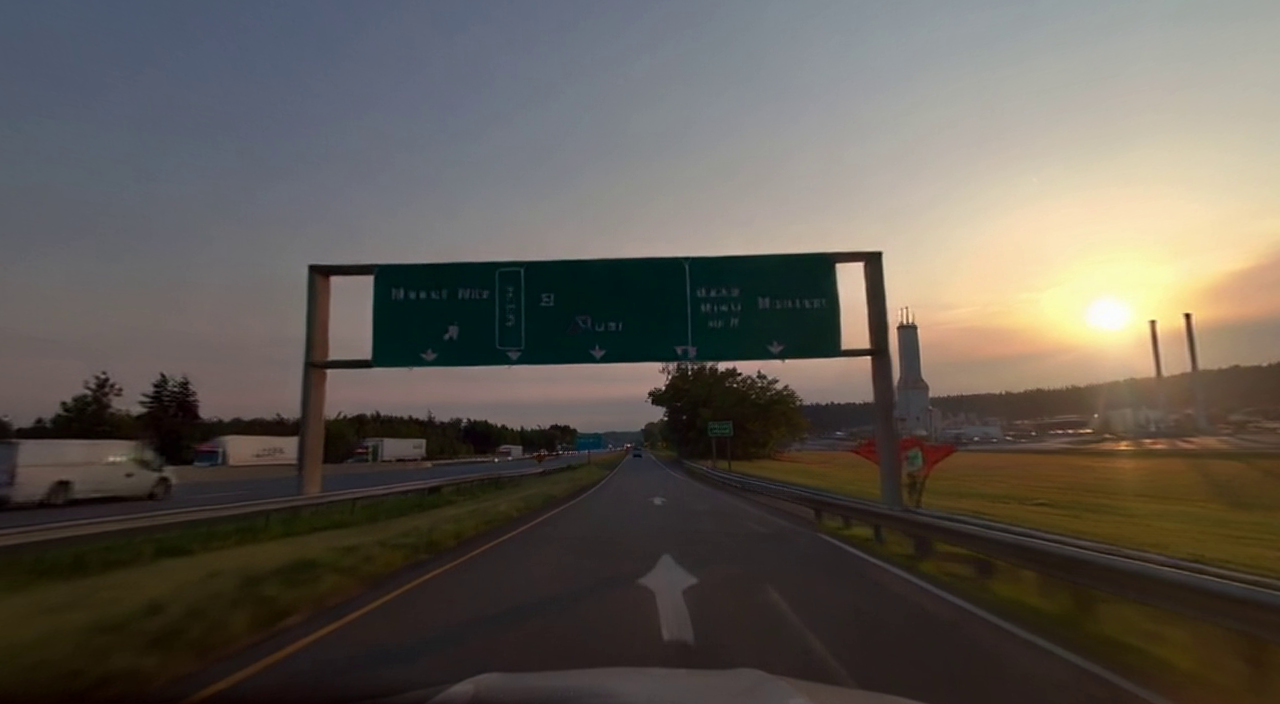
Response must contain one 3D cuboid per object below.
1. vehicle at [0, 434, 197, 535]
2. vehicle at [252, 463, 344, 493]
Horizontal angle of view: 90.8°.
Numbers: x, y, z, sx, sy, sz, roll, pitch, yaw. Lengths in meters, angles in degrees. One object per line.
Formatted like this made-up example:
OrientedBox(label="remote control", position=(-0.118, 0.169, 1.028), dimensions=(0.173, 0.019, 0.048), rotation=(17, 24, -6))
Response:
OrientedBox(label="vehicle", position=(-18.164, 4.008, 19.680), dimensions=(2.344, 2.702, 7.709), rotation=(-1, -9, 7))
OrientedBox(label="vehicle", position=(-19.623, 7.218, 36.496), dimensions=(2.230, 1.503, 4.692), rotation=(-2, -9, 8))
